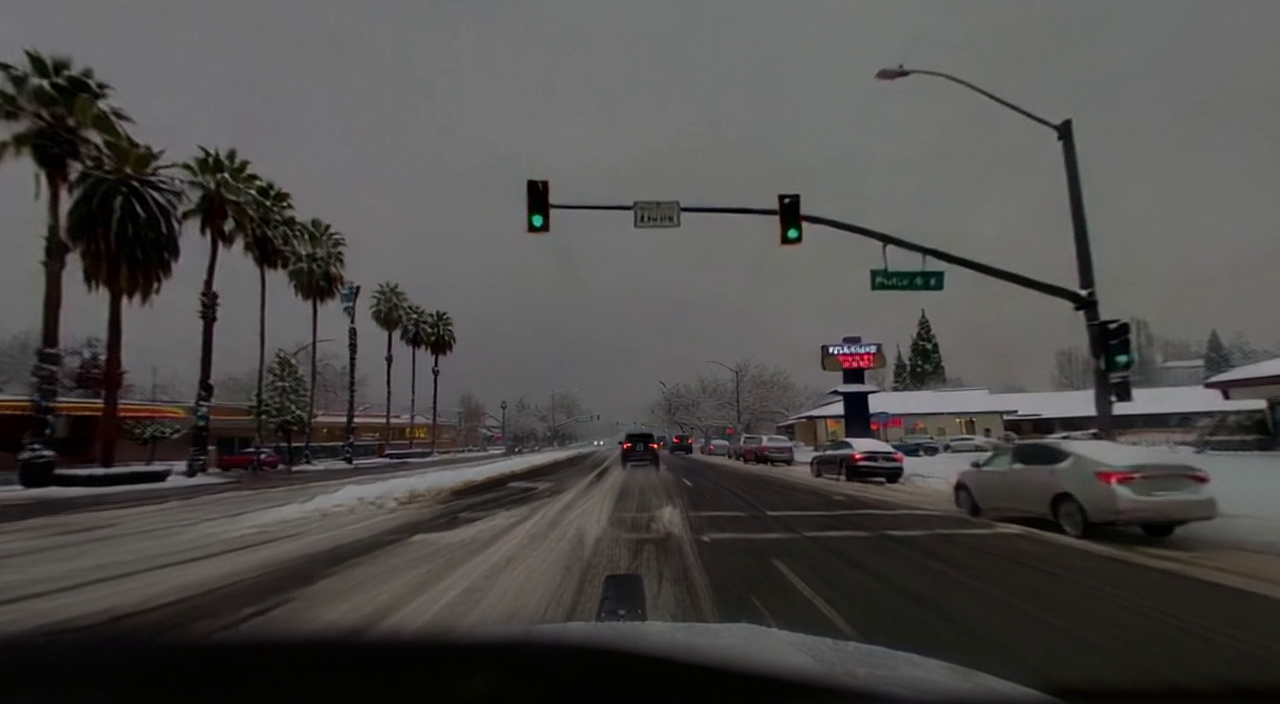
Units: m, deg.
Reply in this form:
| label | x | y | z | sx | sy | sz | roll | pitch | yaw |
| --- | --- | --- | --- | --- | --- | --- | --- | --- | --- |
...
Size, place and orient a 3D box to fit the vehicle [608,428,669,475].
| label | x | y | z | sx | sy | sz | roll | pitch | yaw |
| --- | --- | --- | --- | --- | --- | --- | --- | --- | --- |
| vehicle | -0.106 | 4.310 | 27.526 | 2.428 | 1.816 | 4.959 | 0 | -9 | -1 |

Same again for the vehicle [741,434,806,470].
| label | x | y | z | sx | sy | sz | roll | pitch | yaw |
| --- | --- | --- | --- | --- | --- | --- | --- | --- | --- |
| vehicle | 6.575 | 5.002 | 31.677 | 2.100 | 1.675 | 4.536 | 0 | -9 | -2 |

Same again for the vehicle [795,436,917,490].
| label | x | y | z | sx | sy | sz | roll | pitch | yaw |
| --- | --- | --- | --- | --- | --- | --- | --- | --- | --- |
| vehicle | 6.624 | 3.470 | 20.126 | 2.038 | 1.476 | 5.032 | 0 | -9 | -1 |

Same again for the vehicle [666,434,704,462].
| label | x | y | z | sx | sy | sz | roll | pitch | yaw |
| --- | --- | --- | --- | --- | --- | --- | --- | --- | --- |
| vehicle | 3.018 | 6.600 | 43.406 | 2.187 | 1.777 | 4.444 | 0 | -9 | -2 |

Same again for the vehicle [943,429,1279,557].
| label | x | y | z | sx | sy | sz | roll | pitch | yaw |
| --- | --- | --- | --- | --- | --- | --- | --- | --- | --- |
| vehicle | 6.704 | 1.969 | 9.594 | 1.902 | 1.461 | 4.428 | 0 | -9 | -2 |

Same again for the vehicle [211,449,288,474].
| label | x | y | z | sx | sy | sz | roll | pitch | yaw |
| --- | --- | --- | --- | --- | --- | --- | --- | --- | --- |
| vehicle | -27.810 | 7.784 | 45.098 | 4.139 | 1.702 | 2.040 | 0 | -9 | -2 |
